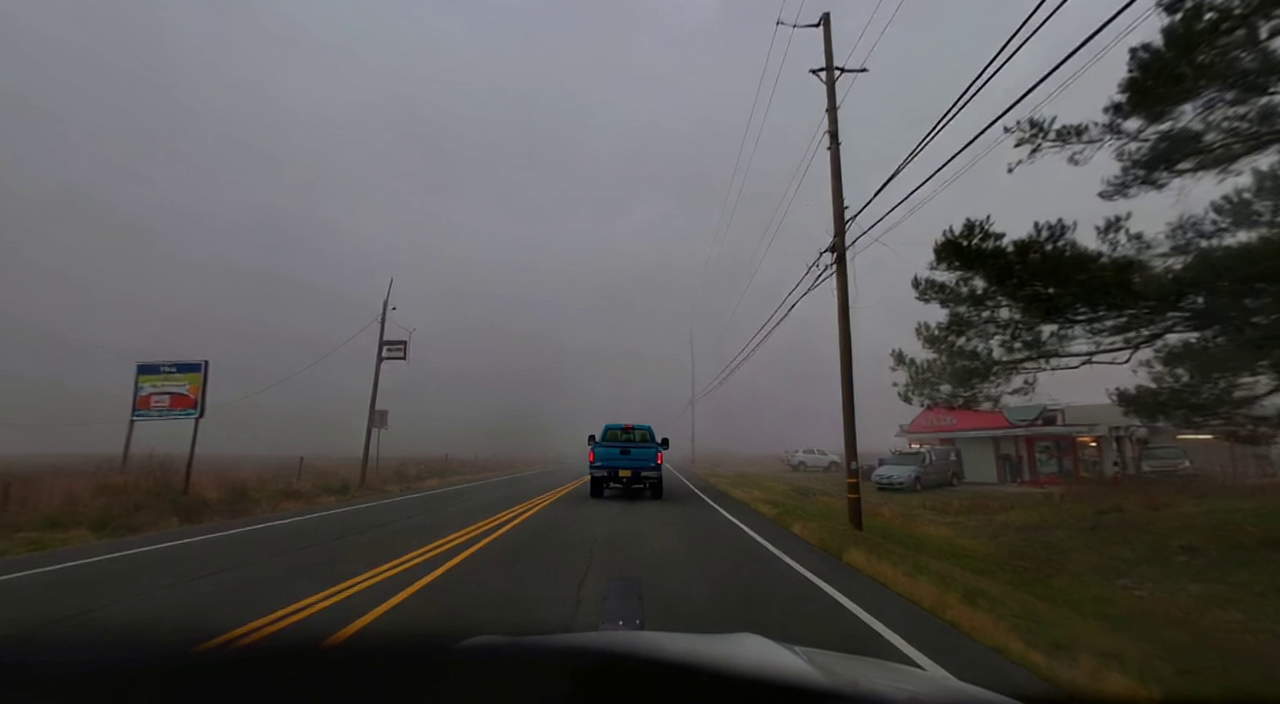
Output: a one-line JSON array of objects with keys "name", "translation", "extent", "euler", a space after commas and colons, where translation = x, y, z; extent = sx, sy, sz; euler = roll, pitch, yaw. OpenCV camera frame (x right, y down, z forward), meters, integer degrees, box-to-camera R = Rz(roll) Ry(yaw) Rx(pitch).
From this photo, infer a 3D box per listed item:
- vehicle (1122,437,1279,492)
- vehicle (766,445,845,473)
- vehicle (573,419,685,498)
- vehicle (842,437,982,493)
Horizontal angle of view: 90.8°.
[{"name": "vehicle", "translation": [22.000, 4.257, 24.096], "extent": [5.246, 1.981, 2.054], "euler": [-2, -9, 9]}, {"name": "vehicle", "translation": [11.263, 7.182, 42.883], "extent": [5.304, 1.754, 2.340], "euler": [6, -11, -37]}, {"name": "vehicle", "translation": [-0.272, 3.322, 20.195], "extent": [2.921, 2.031, 7.416], "euler": [0, -8, 0]}, {"name": "vehicle", "translation": [11.267, 4.607, 26.027], "extent": [5.776, 1.936, 2.535], "euler": [7, -8, -34]}]
